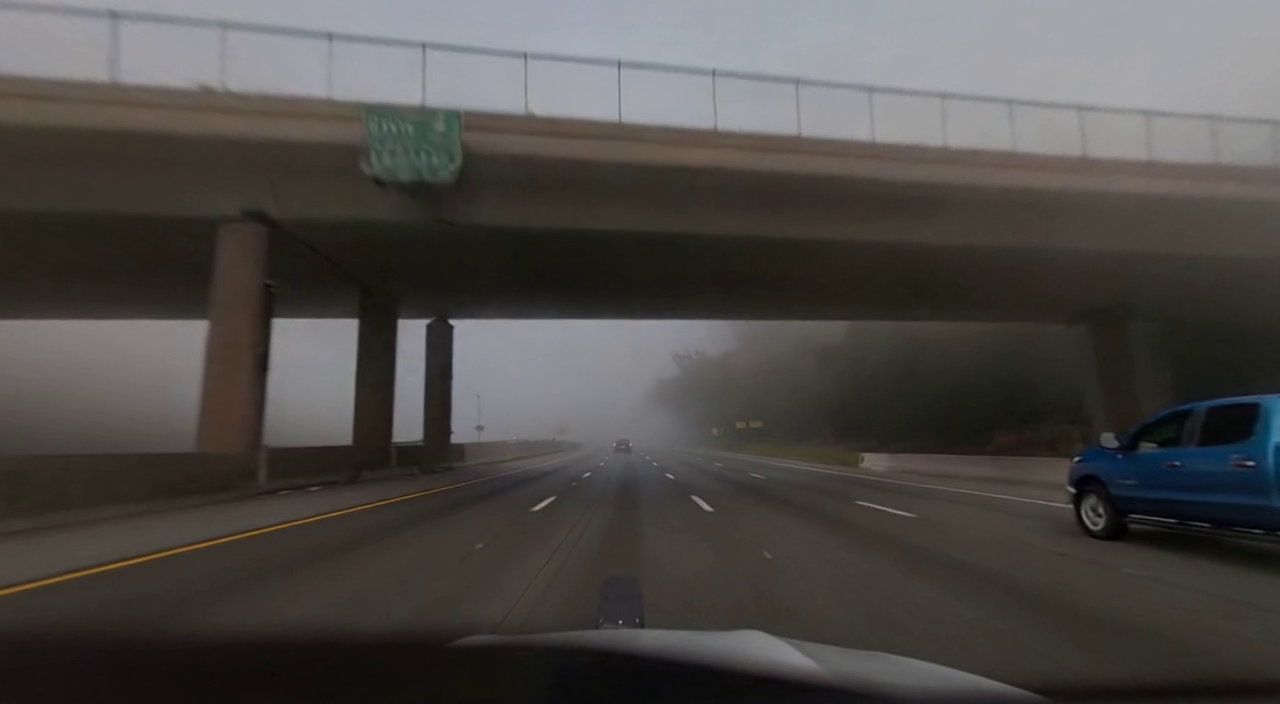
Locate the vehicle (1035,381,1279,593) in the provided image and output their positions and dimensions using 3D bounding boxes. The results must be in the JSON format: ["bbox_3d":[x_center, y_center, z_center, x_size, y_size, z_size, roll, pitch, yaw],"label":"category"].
[{"bbox_3d":[6.760,1.196,5.653,2.395,1.819,6.086,0,-9,-1],"label":"vehicle"}]
